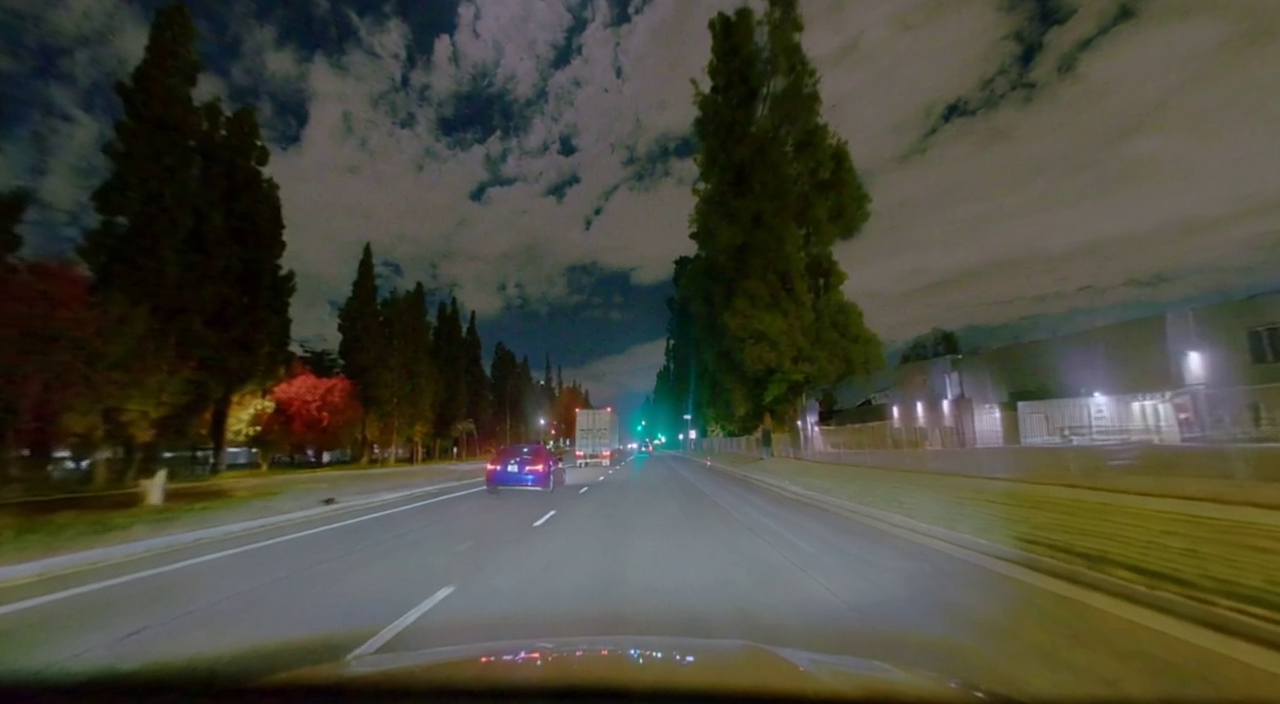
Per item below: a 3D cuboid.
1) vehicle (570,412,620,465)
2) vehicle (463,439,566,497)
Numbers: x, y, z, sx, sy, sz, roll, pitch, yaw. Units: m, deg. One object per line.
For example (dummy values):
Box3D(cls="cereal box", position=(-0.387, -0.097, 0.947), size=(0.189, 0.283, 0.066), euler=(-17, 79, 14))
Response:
Box3D(cls="vehicle", position=(-2.949, 6.046, 43.714), size=(2.746, 3.276, 8.572), euler=(0, -8, 0))
Box3D(cls="vehicle", position=(-3.487, 3.296, 18.403), size=(2.005, 1.462, 4.345), euler=(-1, -8, 2))
